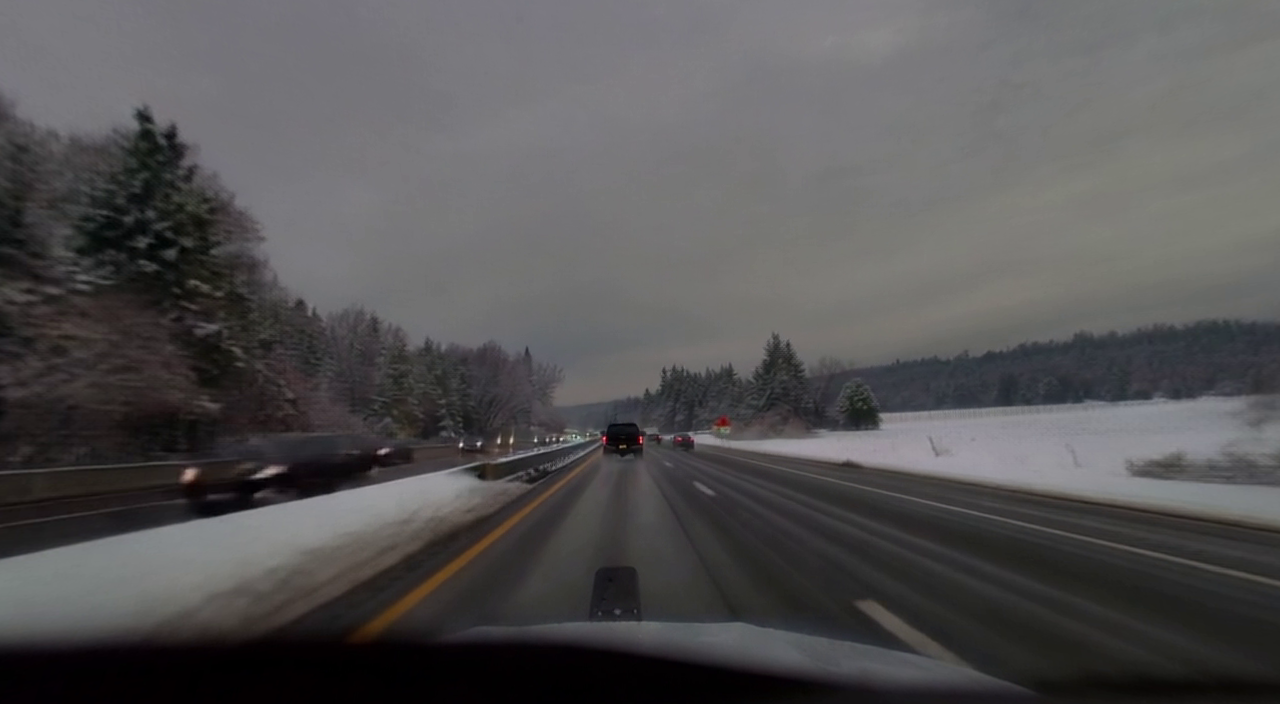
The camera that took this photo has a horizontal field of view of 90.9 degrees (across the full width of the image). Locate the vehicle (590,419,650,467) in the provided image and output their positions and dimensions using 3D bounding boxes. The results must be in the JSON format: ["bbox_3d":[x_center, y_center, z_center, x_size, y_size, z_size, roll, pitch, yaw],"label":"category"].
[{"bbox_3d":[-0.910,4.179,29.031,2.503,2.044,4.633,0,-8,-2],"label":"vehicle"}]

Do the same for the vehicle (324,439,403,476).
[{"bbox_3d":[-13.465,5.133,31.007,2.015,1.671,4.292,0,-8,-1],"label":"vehicle"}]

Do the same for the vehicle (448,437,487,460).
[{"bbox_3d":[-13.093,7.329,47.960,1.940,1.665,3.934,0,-8,-2],"label":"vehicle"}]

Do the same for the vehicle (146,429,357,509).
[{"bbox_3d":[-9.324,2.814,15.785,2.293,1.670,4.765,0,-8,-1],"label":"vehicle"}]
